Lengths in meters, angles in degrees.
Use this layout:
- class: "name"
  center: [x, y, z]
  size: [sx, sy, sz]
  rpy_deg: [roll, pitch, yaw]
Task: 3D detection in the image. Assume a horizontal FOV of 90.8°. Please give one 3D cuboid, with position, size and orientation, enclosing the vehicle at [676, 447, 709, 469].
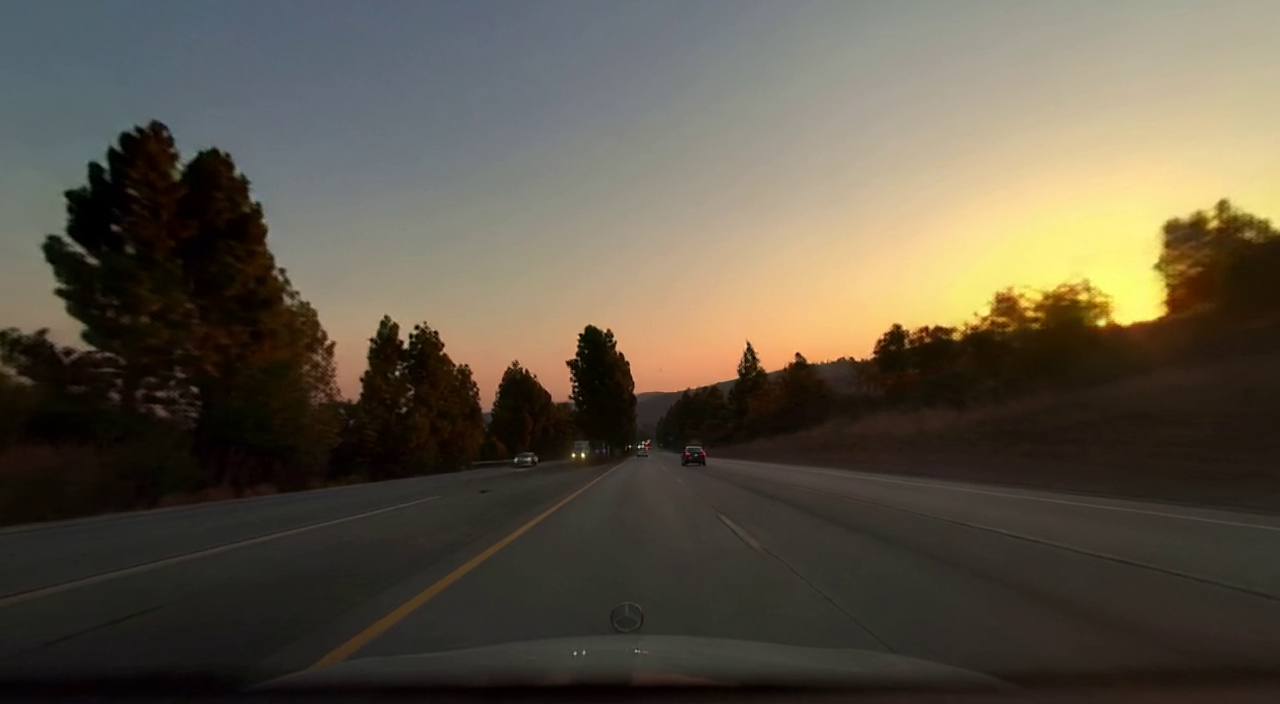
- class: "vehicle"
  center: [3.848, 7.857, 46.975]
  size: [2.013, 1.584, 3.995]
  rpy_deg: [0, -9, -1]
